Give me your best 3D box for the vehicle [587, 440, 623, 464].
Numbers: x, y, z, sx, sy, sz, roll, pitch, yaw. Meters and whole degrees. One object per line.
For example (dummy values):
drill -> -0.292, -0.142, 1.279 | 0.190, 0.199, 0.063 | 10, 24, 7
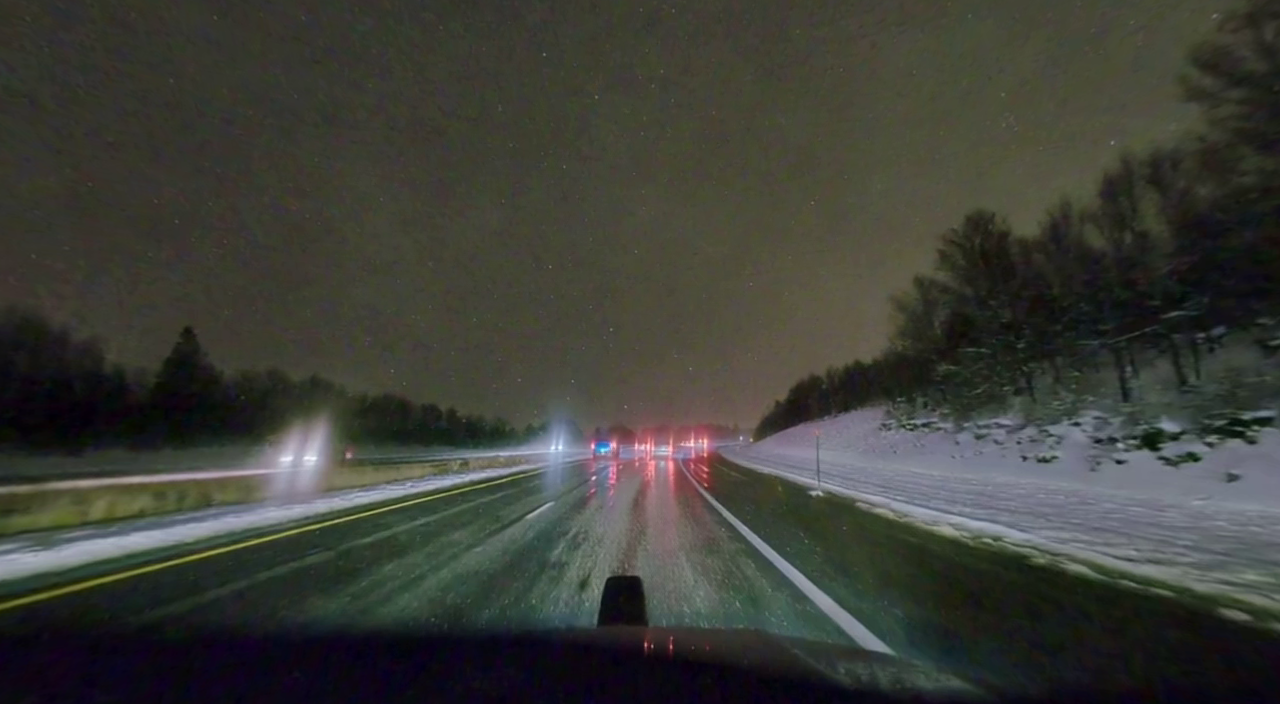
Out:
vehicle -> -2.448, 7.109, 44.925 | 2.040, 1.553, 4.199 | -1, -8, 4
